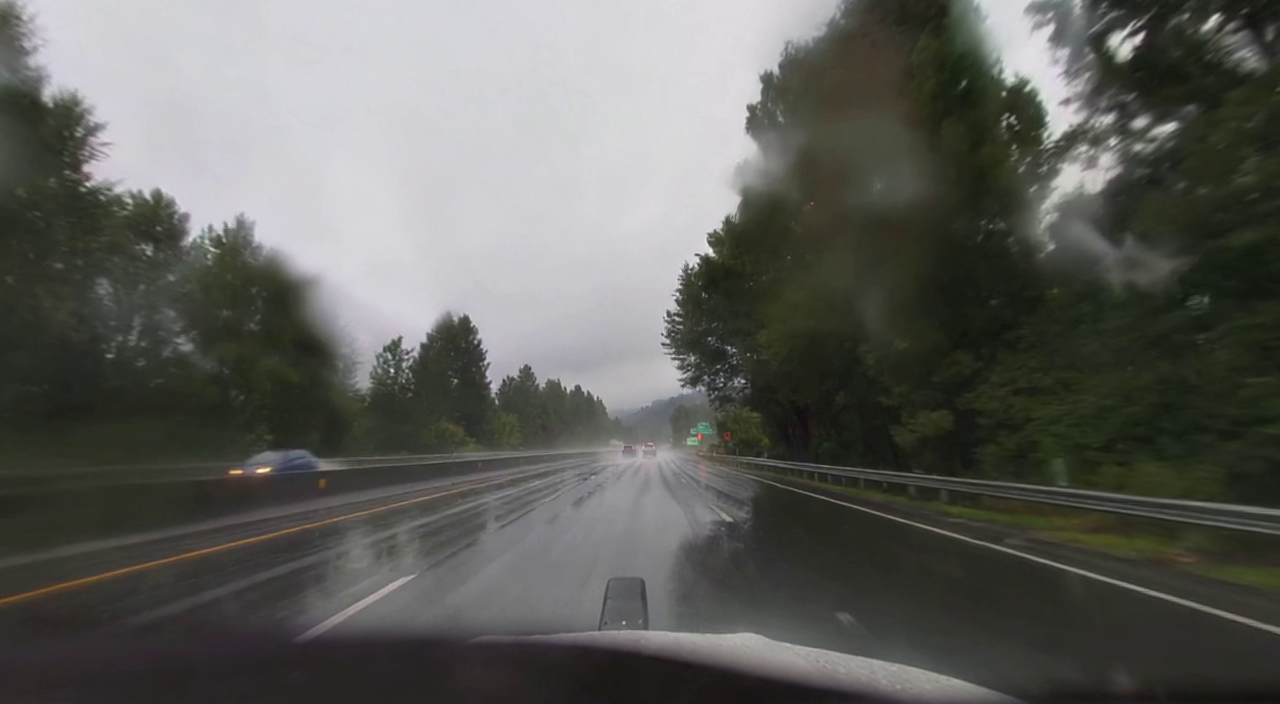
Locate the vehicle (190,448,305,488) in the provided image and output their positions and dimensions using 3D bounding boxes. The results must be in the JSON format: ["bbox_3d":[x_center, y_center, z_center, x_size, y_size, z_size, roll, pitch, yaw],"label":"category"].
[{"bbox_3d":[-15.774,4.656,25.635,1.859,1.458,4.239,0,-9,1],"label":"vehicle"}]
